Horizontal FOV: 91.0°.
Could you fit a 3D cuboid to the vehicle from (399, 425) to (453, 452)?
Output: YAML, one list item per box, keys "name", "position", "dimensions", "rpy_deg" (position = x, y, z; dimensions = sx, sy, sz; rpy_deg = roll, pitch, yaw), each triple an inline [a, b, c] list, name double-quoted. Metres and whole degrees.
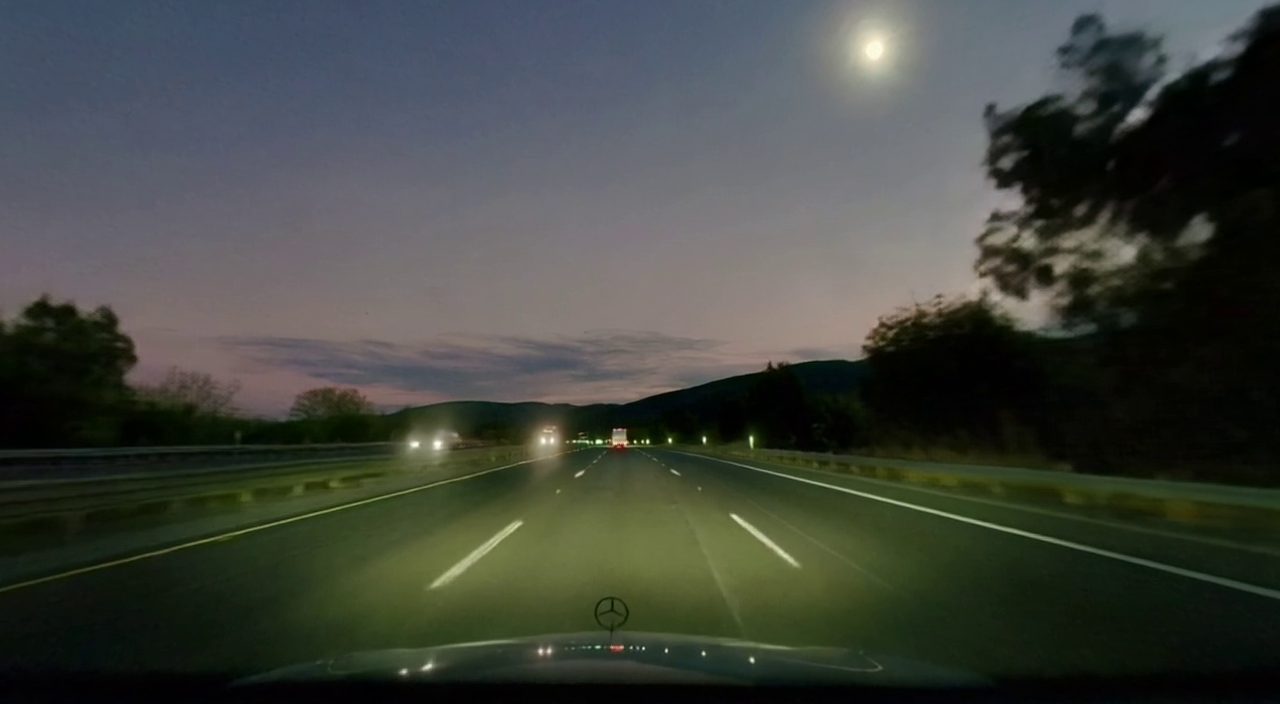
- name: "vehicle"
  position: [-13.267, 5.438, 39.298]
  dimensions: [1.954, 1.573, 4.356]
  rpy_deg: [0, -8, -2]
